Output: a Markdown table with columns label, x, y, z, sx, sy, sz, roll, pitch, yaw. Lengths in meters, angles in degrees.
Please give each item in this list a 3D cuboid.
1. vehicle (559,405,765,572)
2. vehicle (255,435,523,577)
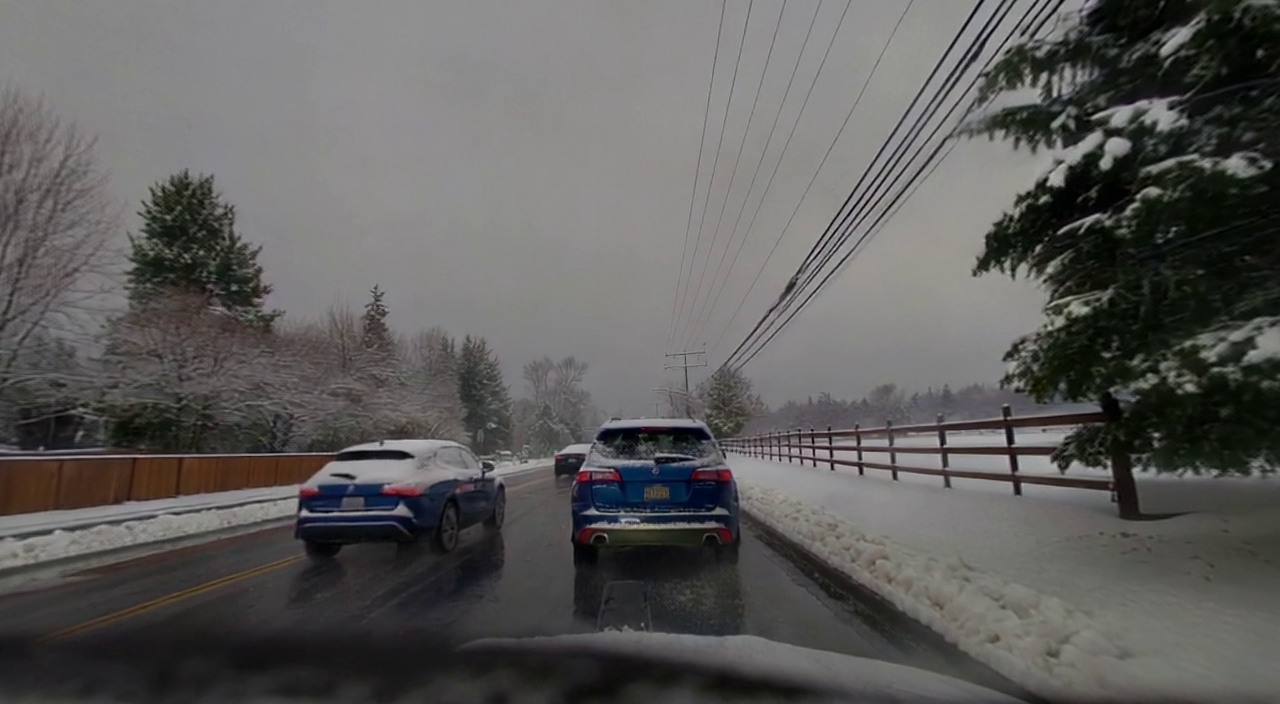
| label | x | y | z | sx | sy | sz | roll | pitch | yaw |
| --- | --- | --- | --- | --- | --- | --- | --- | --- | --- |
| vehicle | 0.227 | 1.755 | 8.793 | 2.174 | 1.749 | 4.113 | 0 | -9 | 0 |
| vehicle | -3.044 | 1.937 | 8.742 | 1.979 | 1.489 | 4.006 | 0 | -8 | 1 |
